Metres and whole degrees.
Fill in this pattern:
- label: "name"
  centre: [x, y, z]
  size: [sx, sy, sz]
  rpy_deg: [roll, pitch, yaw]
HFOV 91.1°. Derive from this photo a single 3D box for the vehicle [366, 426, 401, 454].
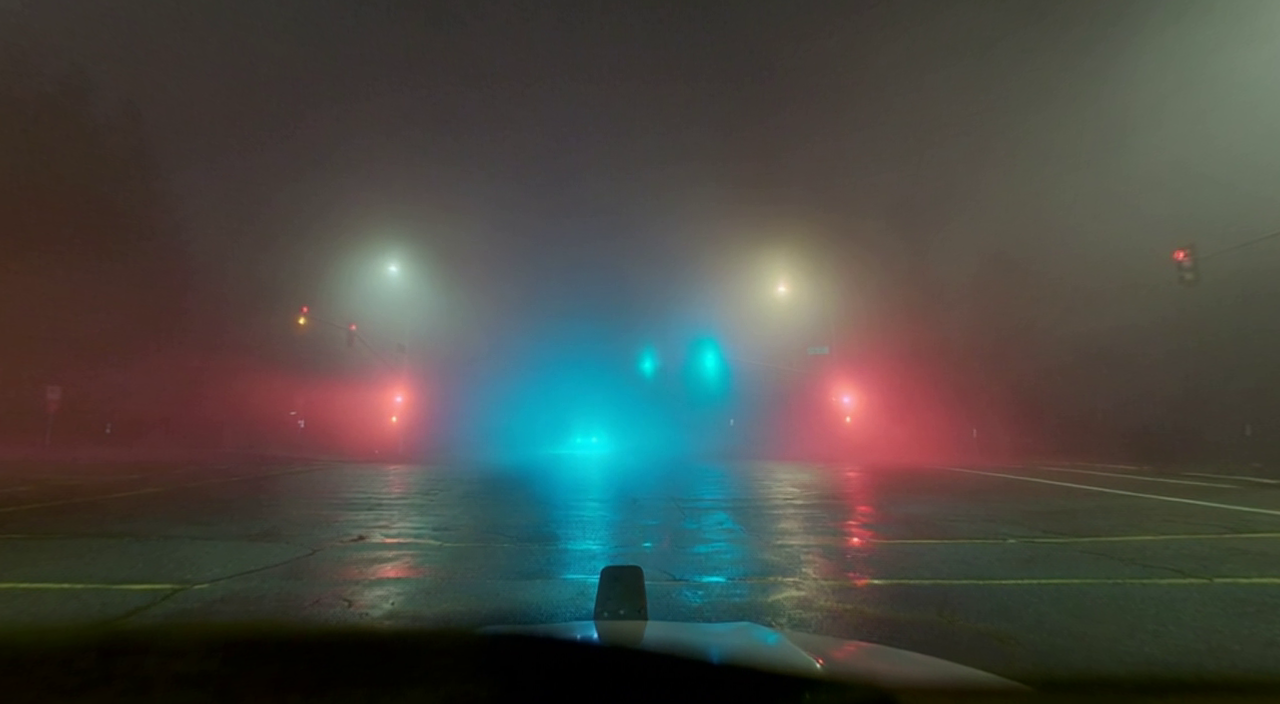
- label: "vehicle"
  centre: [-20.004, 6.851, 48.878]
  size: [1.873, 2.079, 2.879]
  rpy_deg: [5, -10, -33]
